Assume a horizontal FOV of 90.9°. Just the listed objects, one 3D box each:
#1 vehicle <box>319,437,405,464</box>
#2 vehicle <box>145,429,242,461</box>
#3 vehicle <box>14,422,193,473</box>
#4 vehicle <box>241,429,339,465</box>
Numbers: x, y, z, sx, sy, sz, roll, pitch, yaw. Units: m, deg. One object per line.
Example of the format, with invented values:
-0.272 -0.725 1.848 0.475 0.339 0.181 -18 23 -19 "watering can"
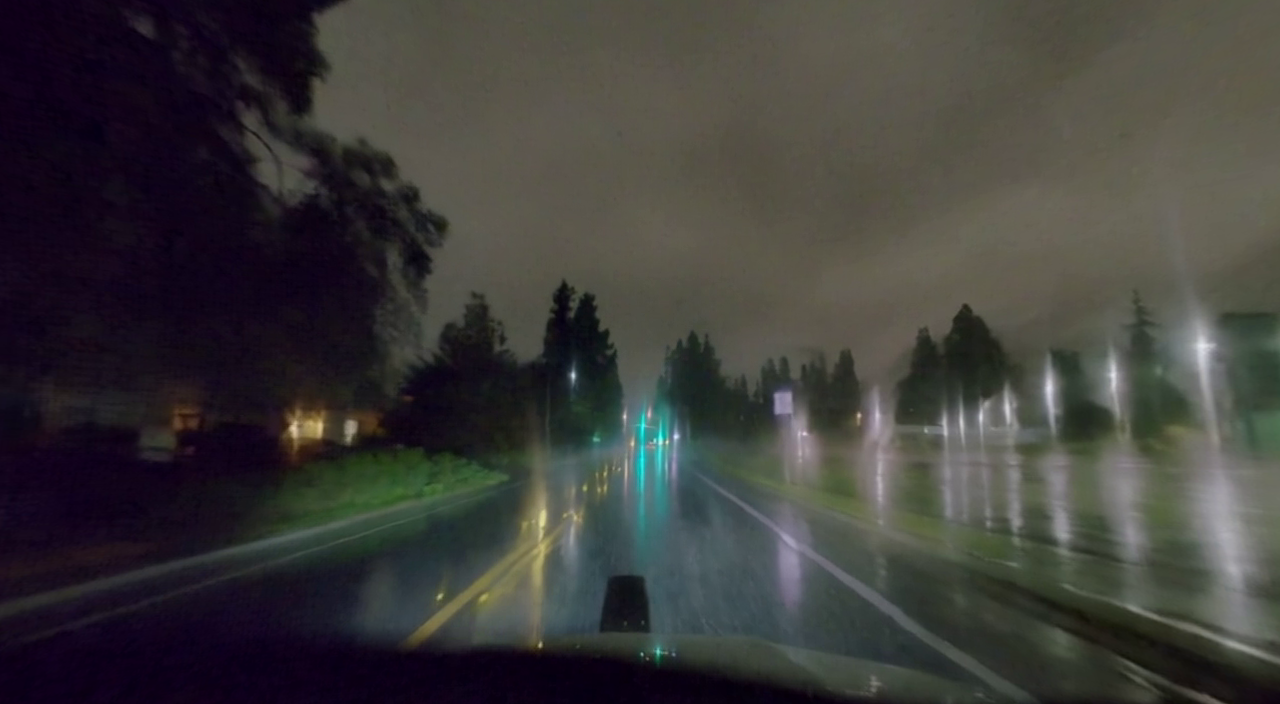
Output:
-18.674 6.633 42.542 5.008 1.619 2.102 1 -8 -15 "vehicle"
-25.993 5.424 36.772 4.237 1.701 1.881 -2 -9 1 "vehicle"
-20.230 3.618 23.989 4.640 1.765 2.242 0 -9 -4 "vehicle"
-20.062 5.431 36.246 4.511 1.876 2.044 0 -8 10 "vehicle"
